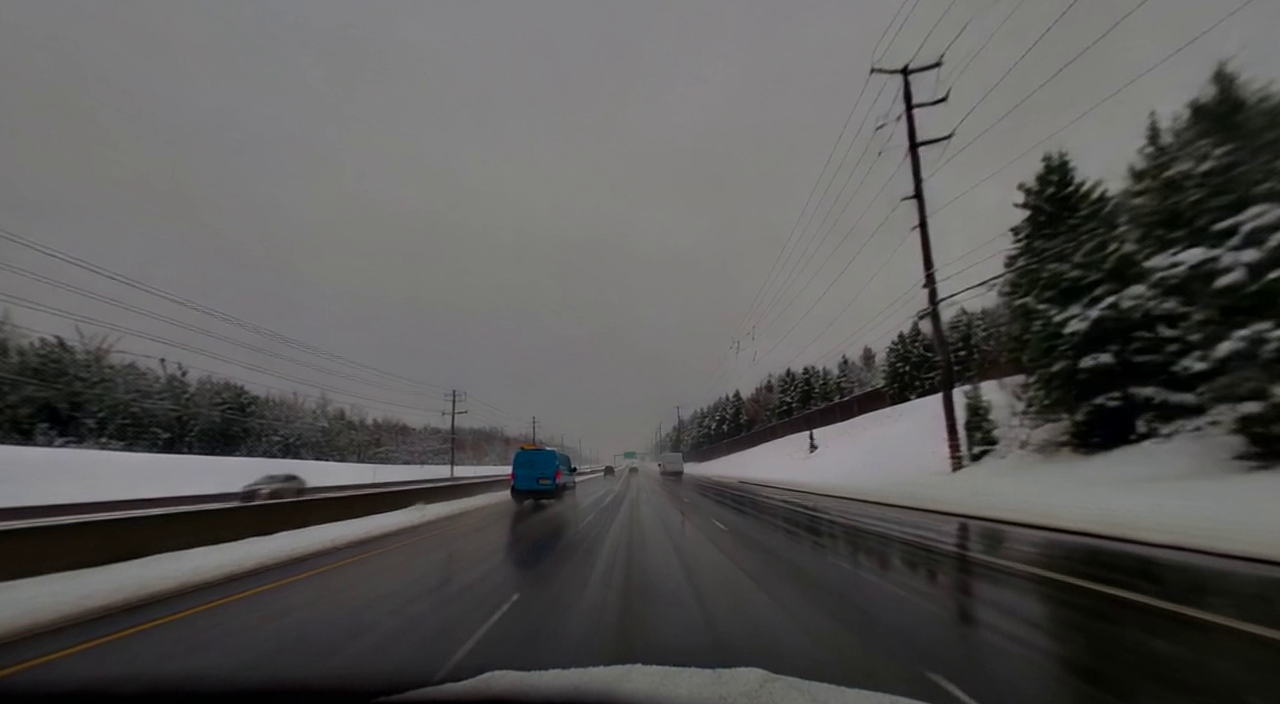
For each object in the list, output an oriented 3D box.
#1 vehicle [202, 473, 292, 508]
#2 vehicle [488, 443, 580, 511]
[{"bbox_3d":[-21.054,7.431,34.042,1.913,1.678,4.537,1,-11,0],"label":"vehicle"},{"bbox_3d":[-3.404,4.199,21.348,2.324,2.008,4.654,1,-11,0],"label":"vehicle"}]
